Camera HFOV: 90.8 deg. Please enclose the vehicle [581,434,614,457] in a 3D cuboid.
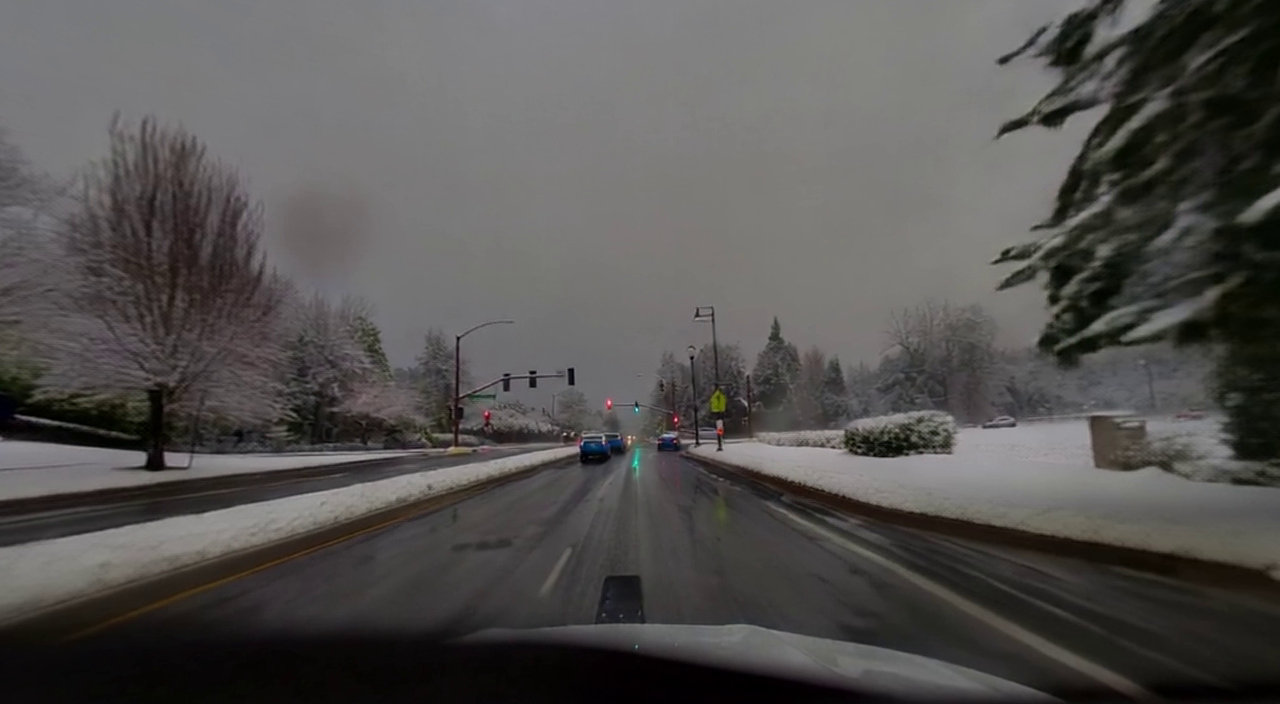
[{"bbox_3d":[-2.930,6.616,44.650,1.979,1.492,3.930,0,-9,1],"label":"vehicle"}]
